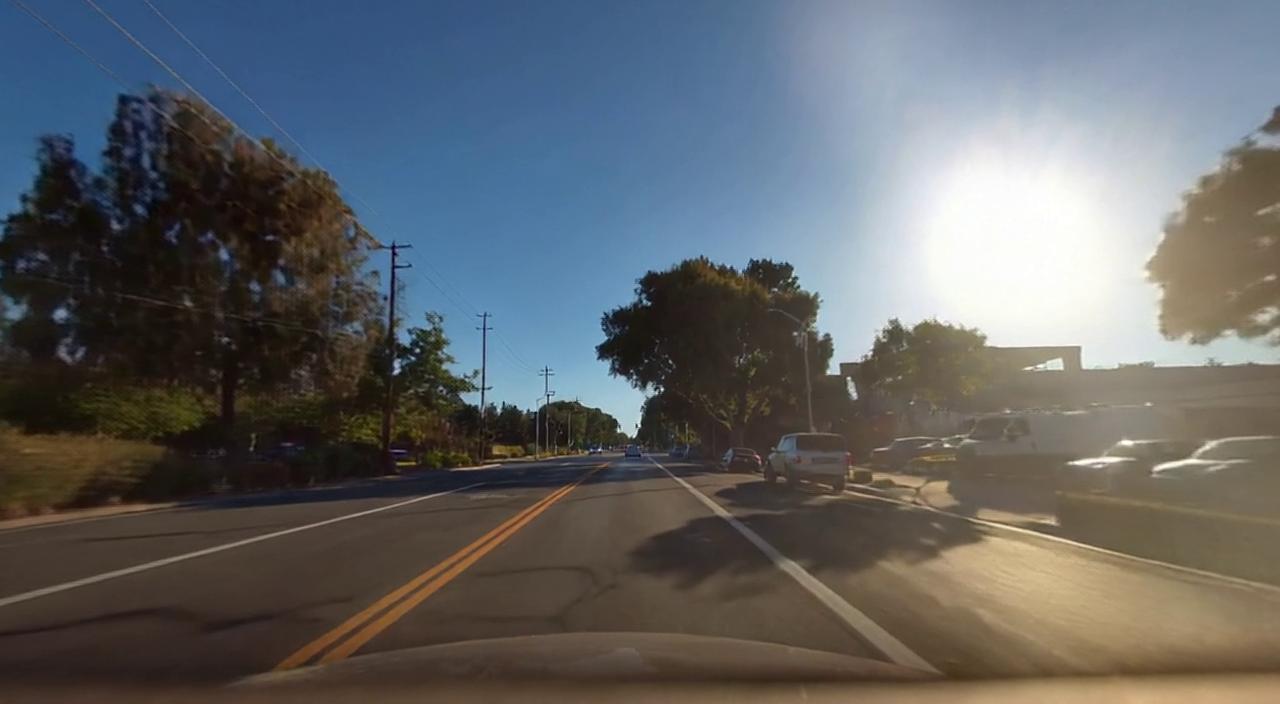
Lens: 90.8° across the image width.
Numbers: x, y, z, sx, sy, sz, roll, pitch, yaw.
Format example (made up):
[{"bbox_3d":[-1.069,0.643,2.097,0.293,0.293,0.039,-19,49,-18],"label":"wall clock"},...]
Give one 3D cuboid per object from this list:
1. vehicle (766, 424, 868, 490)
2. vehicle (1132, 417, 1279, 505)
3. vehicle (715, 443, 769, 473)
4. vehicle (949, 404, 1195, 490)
[{"bbox_3d":[6.348,3.850,23.506,2.275,2.132,5.726,0,-9,2],"label":"vehicle"},{"bbox_3d":[14.374,2.435,14.296,4.637,1.842,2.016,-1,-9,2],"label":"vehicle"},{"bbox_3d":[5.994,6.307,37.704,2.282,1.566,4.705,-1,-9,-2],"label":"vehicle"},{"bbox_3d":[15.768,3.506,23.501,6.969,2.929,2.793,0,-8,0],"label":"vehicle"}]
